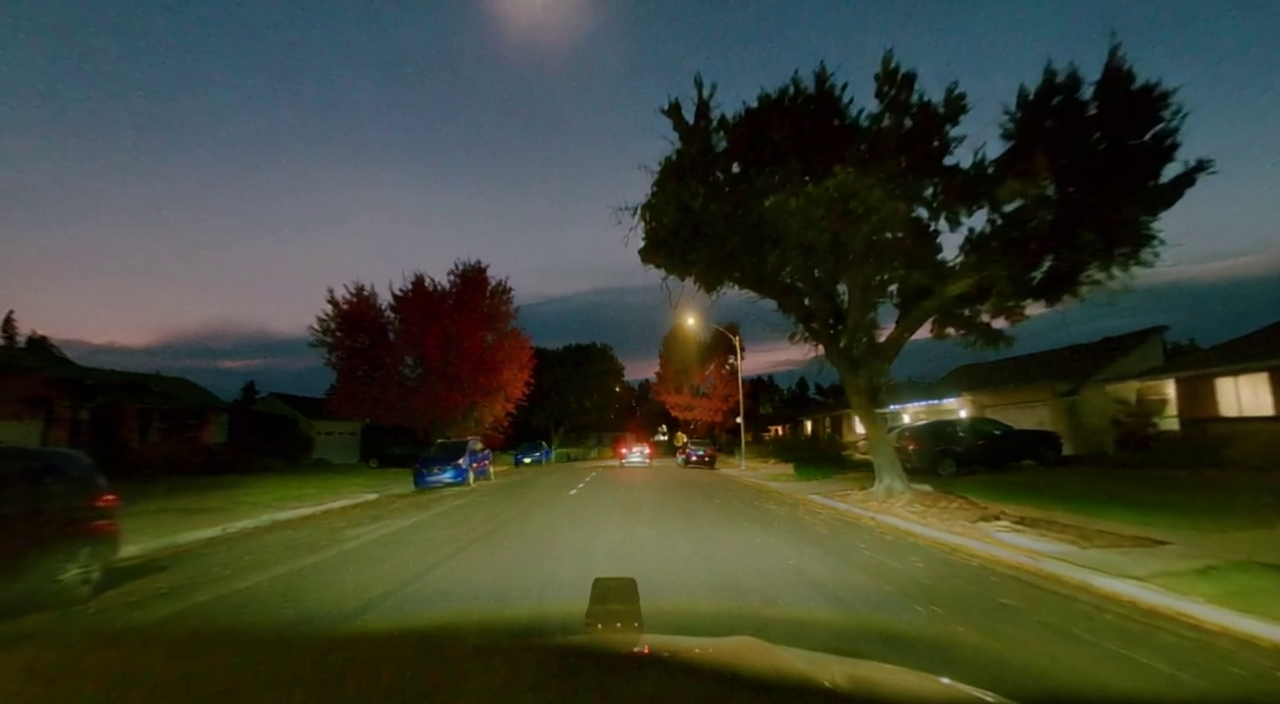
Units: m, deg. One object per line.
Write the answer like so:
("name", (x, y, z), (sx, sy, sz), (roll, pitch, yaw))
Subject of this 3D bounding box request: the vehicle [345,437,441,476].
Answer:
("vehicle", (-13.244, 5.598, 34.071), (4.461, 1.717, 1.936), (-3, -6, -5))

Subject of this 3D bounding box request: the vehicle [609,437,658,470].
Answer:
("vehicle", (-0.372, 4.929, 30.682), (2.192, 1.474, 4.192), (1, -9, -3))

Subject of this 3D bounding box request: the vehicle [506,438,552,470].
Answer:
("vehicle", (-7.090, 6.568, 40.852), (2.235, 1.851, 4.662), (-2, -9, -1))

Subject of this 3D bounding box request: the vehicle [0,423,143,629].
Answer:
("vehicle", (-6.190, 1.394, 4.637), (2.007, 1.662, 3.951), (-2, -7, -3))

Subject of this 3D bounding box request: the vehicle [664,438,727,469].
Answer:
("vehicle", (2.816, 5.304, 33.157), (2.429, 1.502, 4.474), (1, -9, -7))

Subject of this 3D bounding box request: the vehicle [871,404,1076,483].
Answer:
("vehicle", (9.705, 2.685, 18.658), (4.813, 1.914, 2.041), (-3, -9, -5))

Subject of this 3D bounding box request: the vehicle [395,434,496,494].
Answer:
("vehicle", (-6.722, 3.872, 22.465), (2.254, 1.773, 4.795), (-2, -7, -2))
